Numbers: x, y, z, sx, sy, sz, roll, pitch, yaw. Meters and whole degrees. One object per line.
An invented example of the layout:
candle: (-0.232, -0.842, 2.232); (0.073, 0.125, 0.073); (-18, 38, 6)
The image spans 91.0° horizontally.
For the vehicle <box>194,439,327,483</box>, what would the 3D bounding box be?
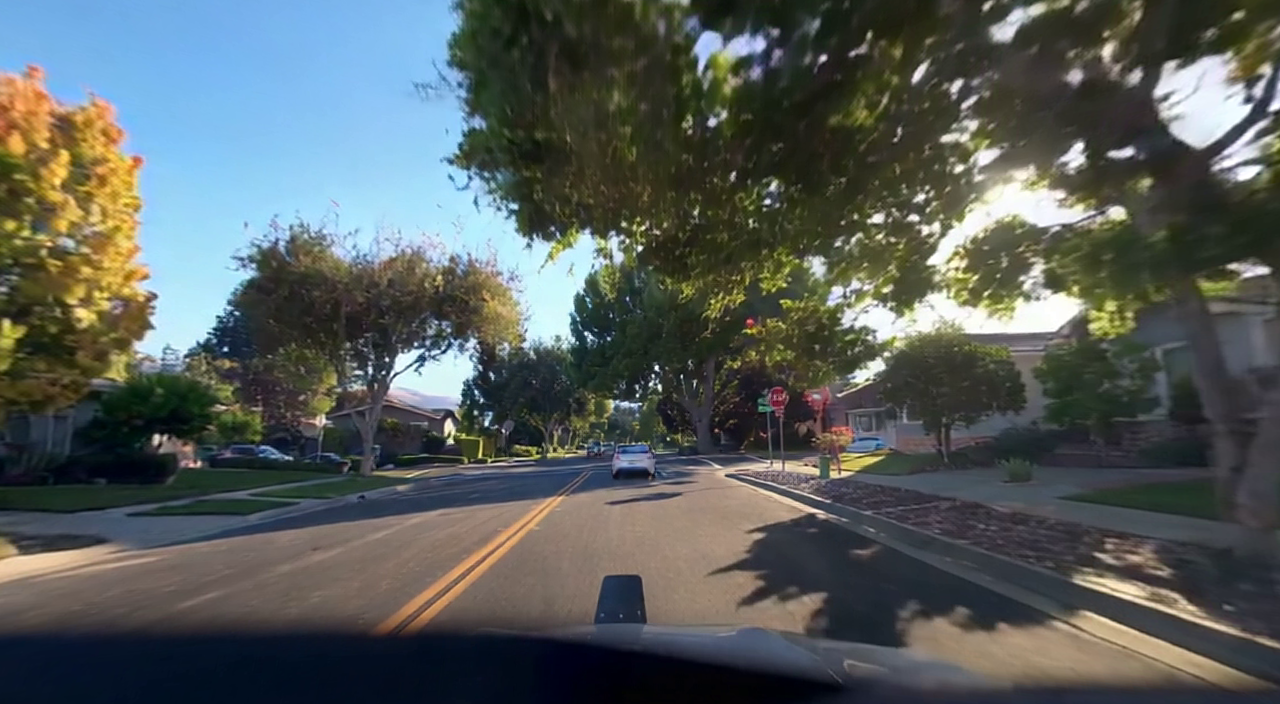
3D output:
vehicle: (-20.771, 6.020, 34.727); (5.796, 1.946, 2.391); (-4, -10, -2)

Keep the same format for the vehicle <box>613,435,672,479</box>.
vehicle: (0.036, 3.957, 23.916); (2.043, 1.484, 4.340); (0, -9, -2)
